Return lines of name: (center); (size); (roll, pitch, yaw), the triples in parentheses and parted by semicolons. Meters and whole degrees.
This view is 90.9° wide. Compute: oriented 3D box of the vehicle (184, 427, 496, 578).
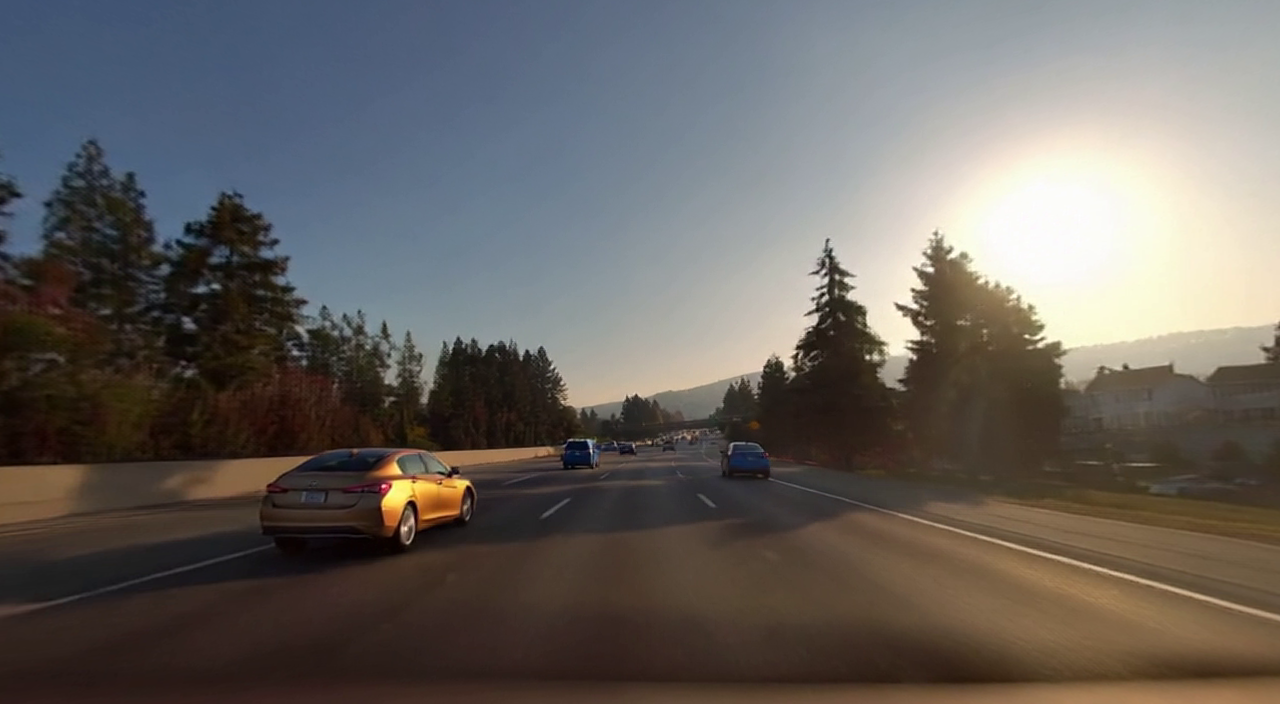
vehicle: (-3.481, 1.825, 8.515); (1.948, 1.475, 4.461); (0, -8, 1)

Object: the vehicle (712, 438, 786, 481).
vehicle: (4.038, 4.065, 24.130); (2.100, 1.472, 4.533); (0, -8, 1)

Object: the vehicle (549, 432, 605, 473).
vehicle: (-2.995, 4.950, 31.087); (2.122, 1.847, 4.696); (0, -8, 2)
